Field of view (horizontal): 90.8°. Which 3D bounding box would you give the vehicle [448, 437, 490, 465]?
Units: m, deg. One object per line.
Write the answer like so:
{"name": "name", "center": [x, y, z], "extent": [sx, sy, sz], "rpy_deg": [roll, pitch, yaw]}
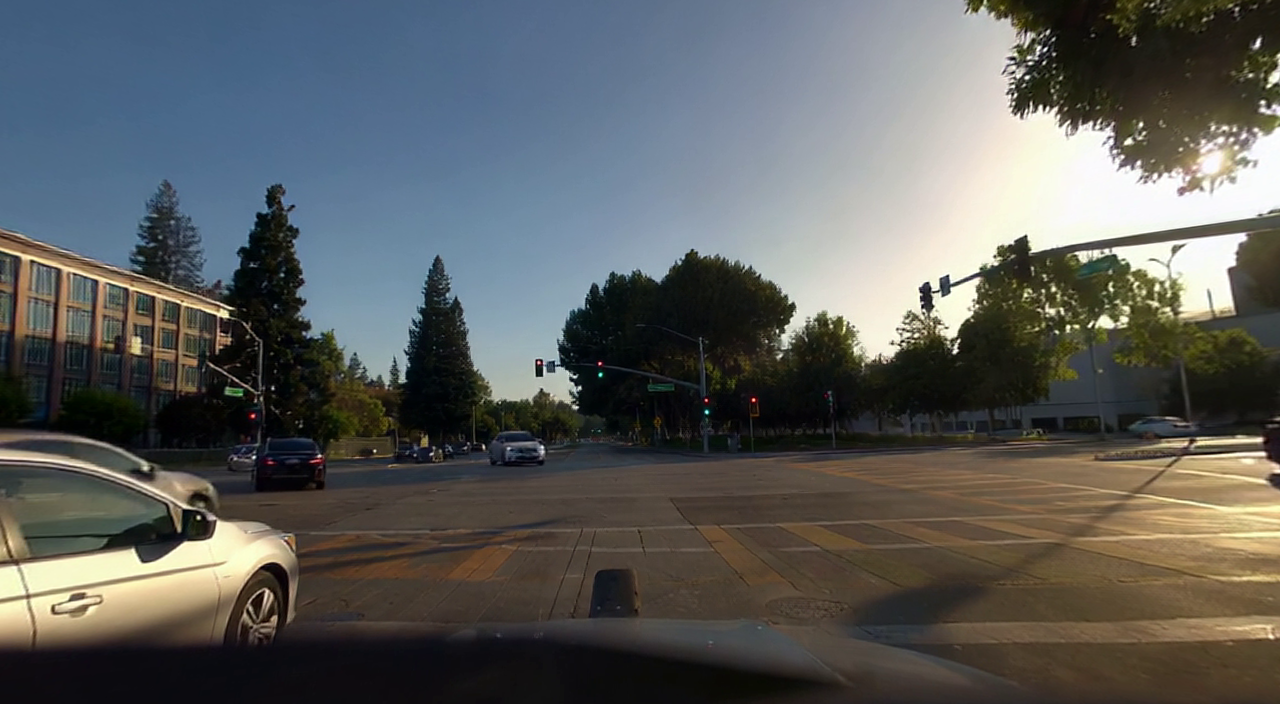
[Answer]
{"name": "vehicle", "center": [-12.792, 7.420, 47.536], "extent": [2.051, 1.715, 4.346], "rpy_deg": [-3, -6, -2]}

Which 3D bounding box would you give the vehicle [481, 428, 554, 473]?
{"name": "vehicle", "center": [-5.759, 4.514, 29.225], "extent": [2.109, 1.871, 4.778], "rpy_deg": [4, -9, -25]}

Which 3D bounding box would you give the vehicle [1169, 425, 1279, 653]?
{"name": "vehicle", "center": [4.949, 0.983, 2.563], "extent": [1.949, 1.449, 4.530], "rpy_deg": [-1, -8, 5]}

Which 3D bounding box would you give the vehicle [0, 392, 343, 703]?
{"name": "vehicle", "center": [-3.070, 0.892, 2.149], "extent": [1.919, 1.478, 4.720], "rpy_deg": [0, -8, -1]}
